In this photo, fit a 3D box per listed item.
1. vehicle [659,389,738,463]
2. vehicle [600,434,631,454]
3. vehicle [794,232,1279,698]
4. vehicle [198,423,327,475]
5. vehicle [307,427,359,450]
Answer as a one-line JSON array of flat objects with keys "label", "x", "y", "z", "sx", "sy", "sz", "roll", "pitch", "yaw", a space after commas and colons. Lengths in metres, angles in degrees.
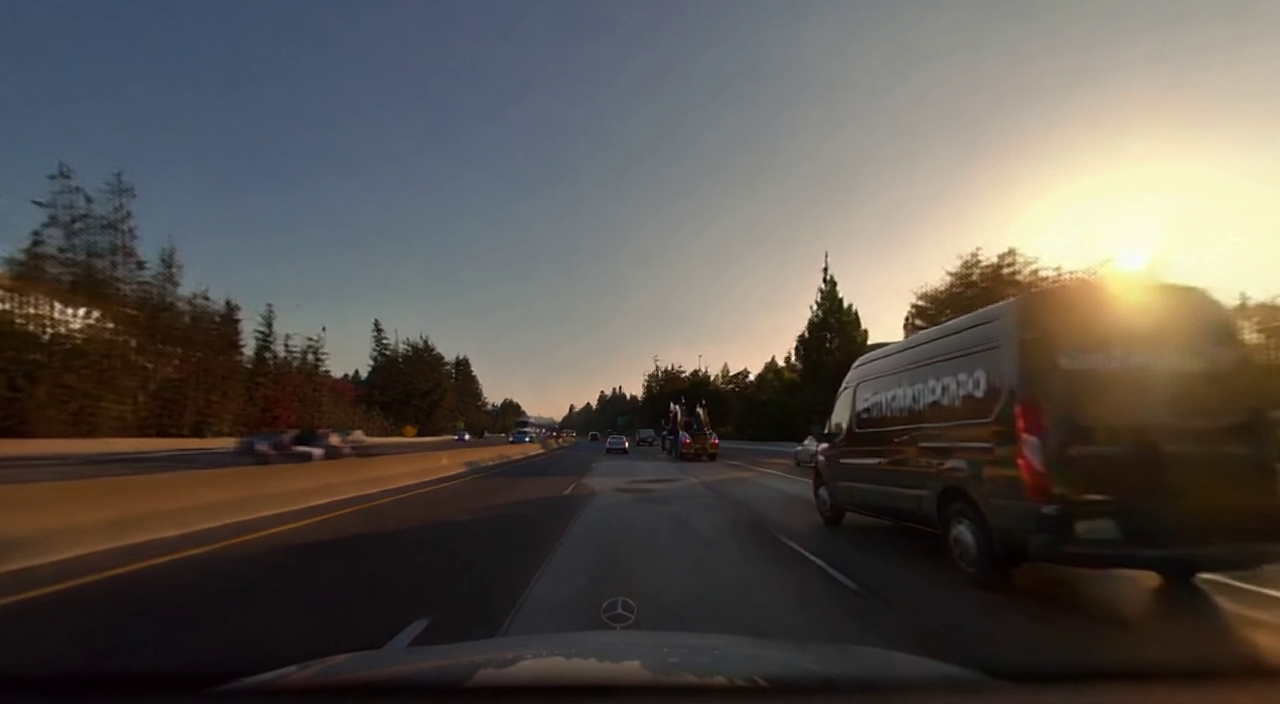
[{"label": "vehicle", "x": 3.147, "y": 4.451, "z": 37.146, "sx": 2.912, "sy": 3.738, "sz": 10.123, "roll": 0, "pitch": -8, "yaw": -4}, {"label": "vehicle", "x": -1.888, "y": 7.036, "z": 48.333, "sx": 2.217, "sy": 1.502, "sz": 4.222, "roll": 0, "pitch": -8, "yaw": -2}, {"label": "vehicle", "x": 3.605, "y": 0.953, "z": 6.390, "sx": 2.386, "sy": 2.509, "sz": 5.880, "roll": 0, "pitch": -8, "yaw": -2}, {"label": "vehicle", "x": -11.792, "y": 3.044, "z": 19.998, "sx": 1.839, "sy": 1.462, "sz": 3.727, "roll": 0, "pitch": -8, "yaw": -2}, {"label": "vehicle", "x": -23.164, "y": 6.544, "z": 47.687, "sx": 1.914, "sy": 1.637, "sz": 4.353, "roll": 0, "pitch": -8, "yaw": -3}]
